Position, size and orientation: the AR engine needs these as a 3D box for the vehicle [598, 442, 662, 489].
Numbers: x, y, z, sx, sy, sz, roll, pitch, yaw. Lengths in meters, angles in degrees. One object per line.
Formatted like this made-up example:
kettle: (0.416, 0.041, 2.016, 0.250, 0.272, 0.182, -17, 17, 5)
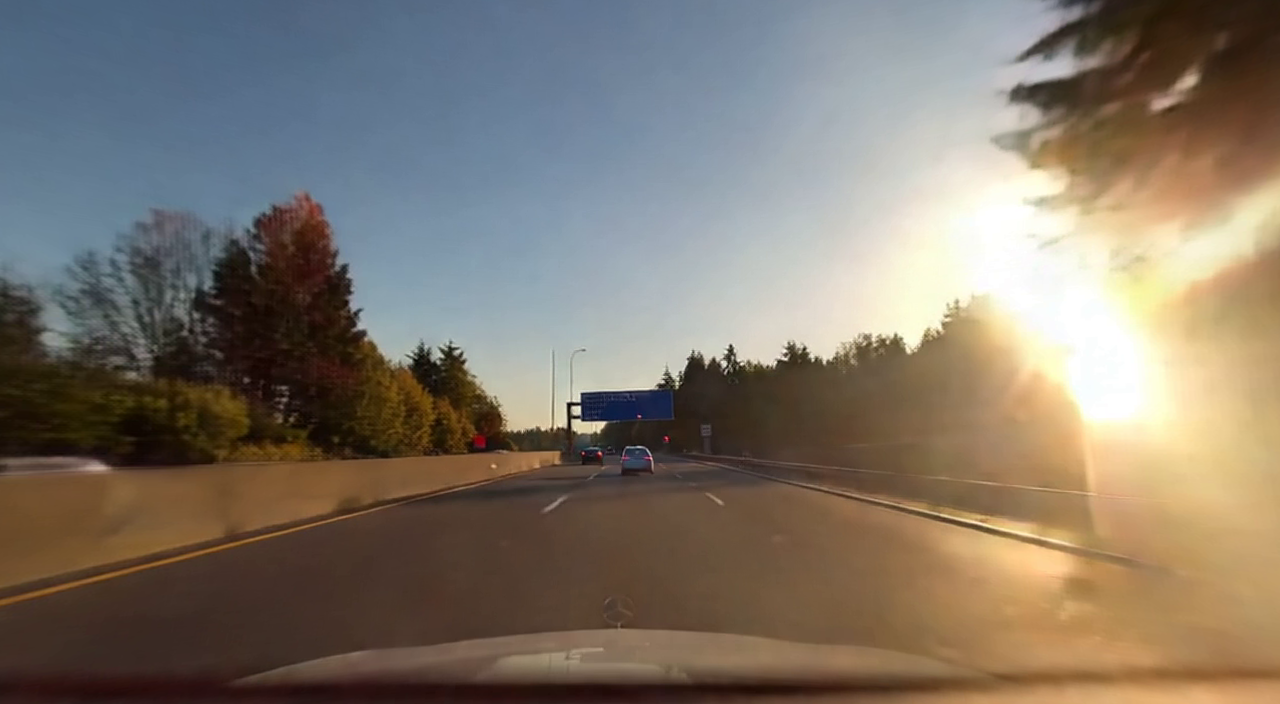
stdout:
vehicle: (-0.352, 4.010, 22.467, 2.066, 1.490, 3.759, -1, -9, -1)
